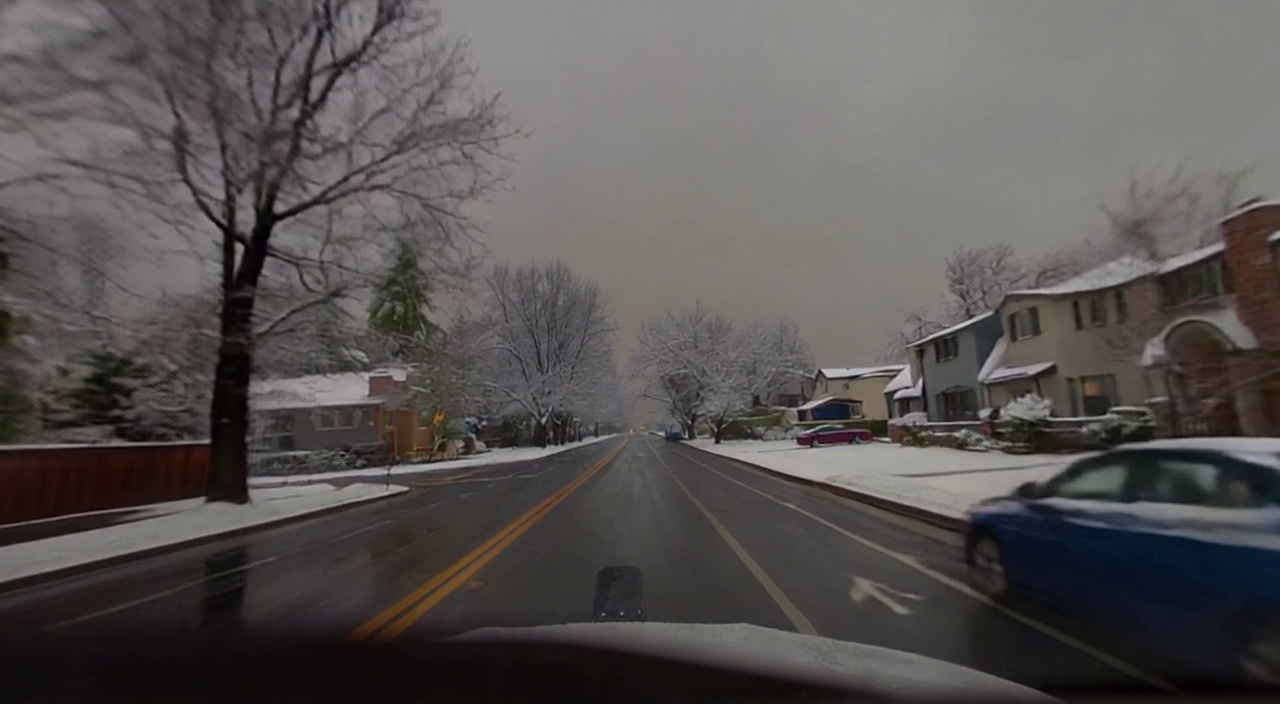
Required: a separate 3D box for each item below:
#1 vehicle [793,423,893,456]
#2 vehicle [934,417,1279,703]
[{"bbox_3d":[10.878,4.817,34.271,1.904,1.626,5.012,6,-11,-31],"label":"vehicle"},{"bbox_3d":[3.750,1.154,3.616,1.961,1.472,4.434,0,-8,0],"label":"vehicle"}]
